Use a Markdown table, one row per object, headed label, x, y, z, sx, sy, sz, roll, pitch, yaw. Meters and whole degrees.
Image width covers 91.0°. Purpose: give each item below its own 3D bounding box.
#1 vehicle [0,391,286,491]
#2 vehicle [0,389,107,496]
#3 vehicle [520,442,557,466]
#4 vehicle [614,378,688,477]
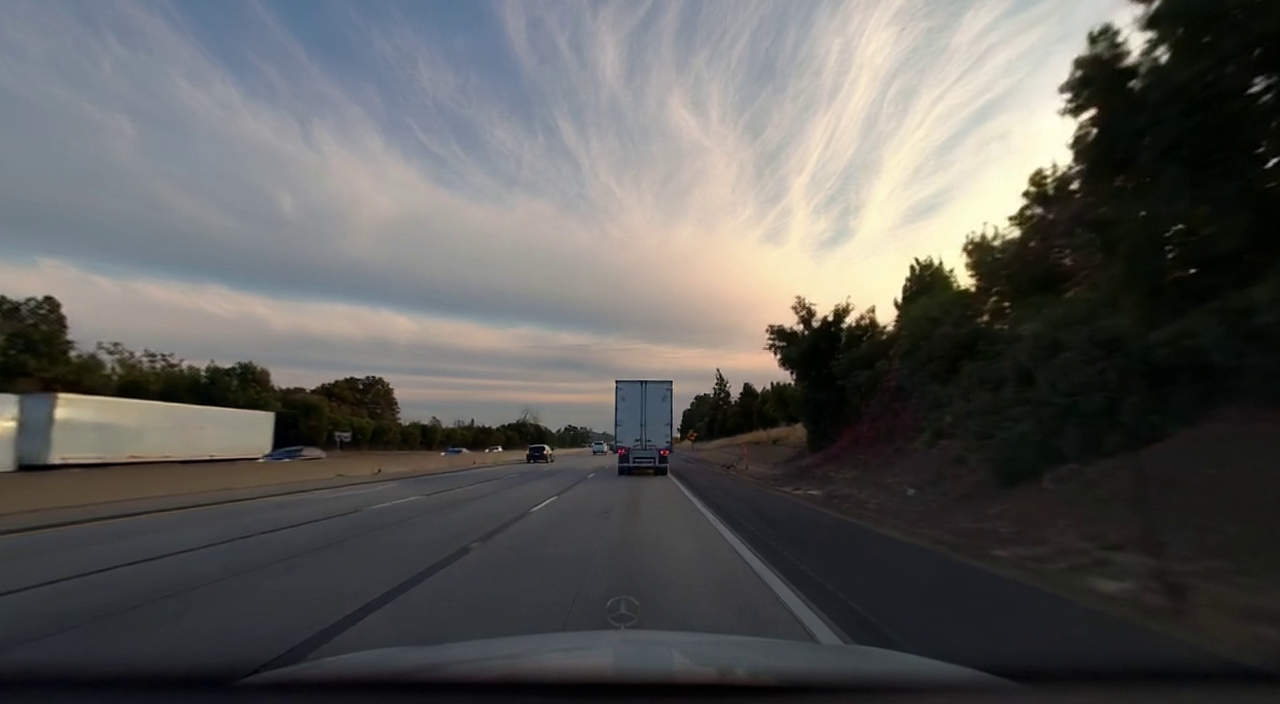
| label | x | y | z | sx | sy | sz | roll | pitch | yaw |
| --- | --- | --- | --- | --- | --- | --- | --- | --- | --- |
| vehicle | -25.585 | 4.896 | 34.423 | 2.947 | 4.153 | 16.224 | 0 | -9 | 0 |
| vehicle | -25.596 | 3.479 | 24.098 | 2.959 | 3.986 | 8.233 | 0 | -9 | 0 |
| vehicle | -7.558 | 7.626 | 47.286 | 2.066 | 1.674 | 4.423 | 0 | -8 | 0 |
| vehicle | 0.386 | 3.984 | 31.986 | 3.052 | 4.132 | 11.336 | 0 | -9 | -1 |
